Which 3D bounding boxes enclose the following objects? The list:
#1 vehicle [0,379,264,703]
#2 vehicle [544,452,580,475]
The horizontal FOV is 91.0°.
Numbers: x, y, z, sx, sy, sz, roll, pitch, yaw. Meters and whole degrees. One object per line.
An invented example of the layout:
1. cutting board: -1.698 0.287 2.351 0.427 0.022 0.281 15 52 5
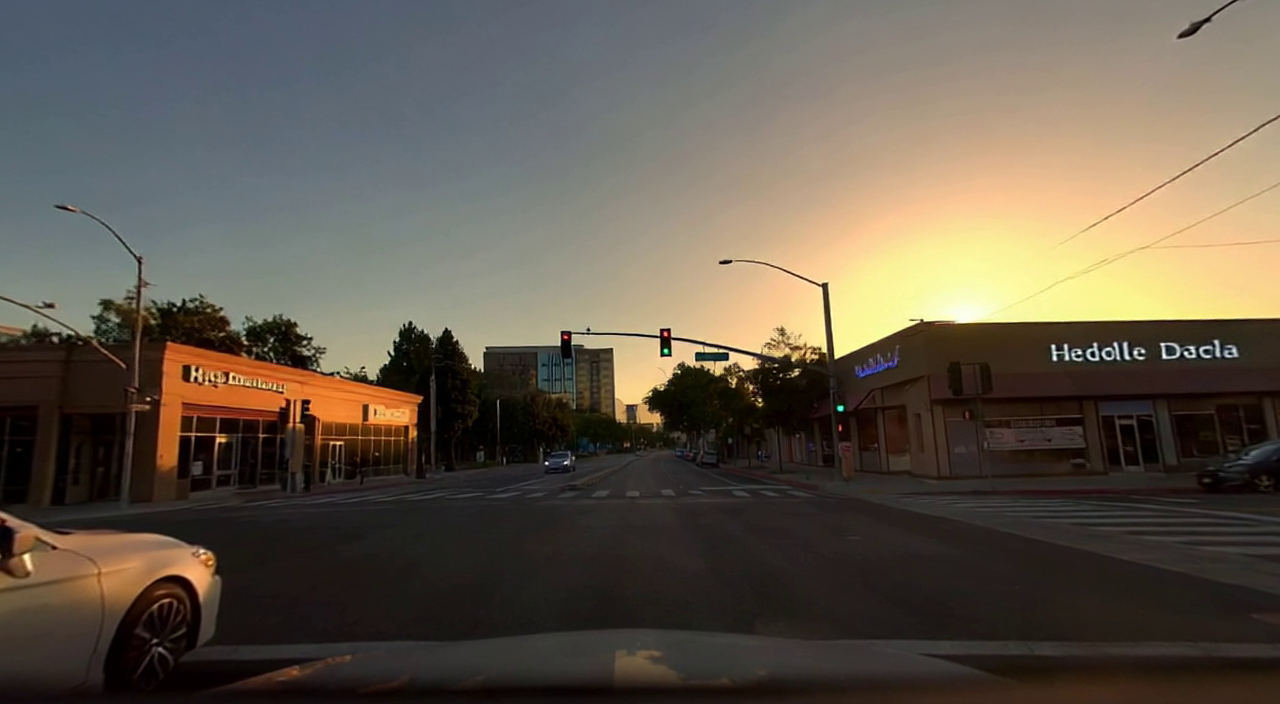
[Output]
1. vehicle: -3.496 0.853 1.972 1.947 1.627 4.248 0 -9 1
2. vehicle: -5.936 8.516 48.361 1.967 1.633 4.325 0 -9 3
